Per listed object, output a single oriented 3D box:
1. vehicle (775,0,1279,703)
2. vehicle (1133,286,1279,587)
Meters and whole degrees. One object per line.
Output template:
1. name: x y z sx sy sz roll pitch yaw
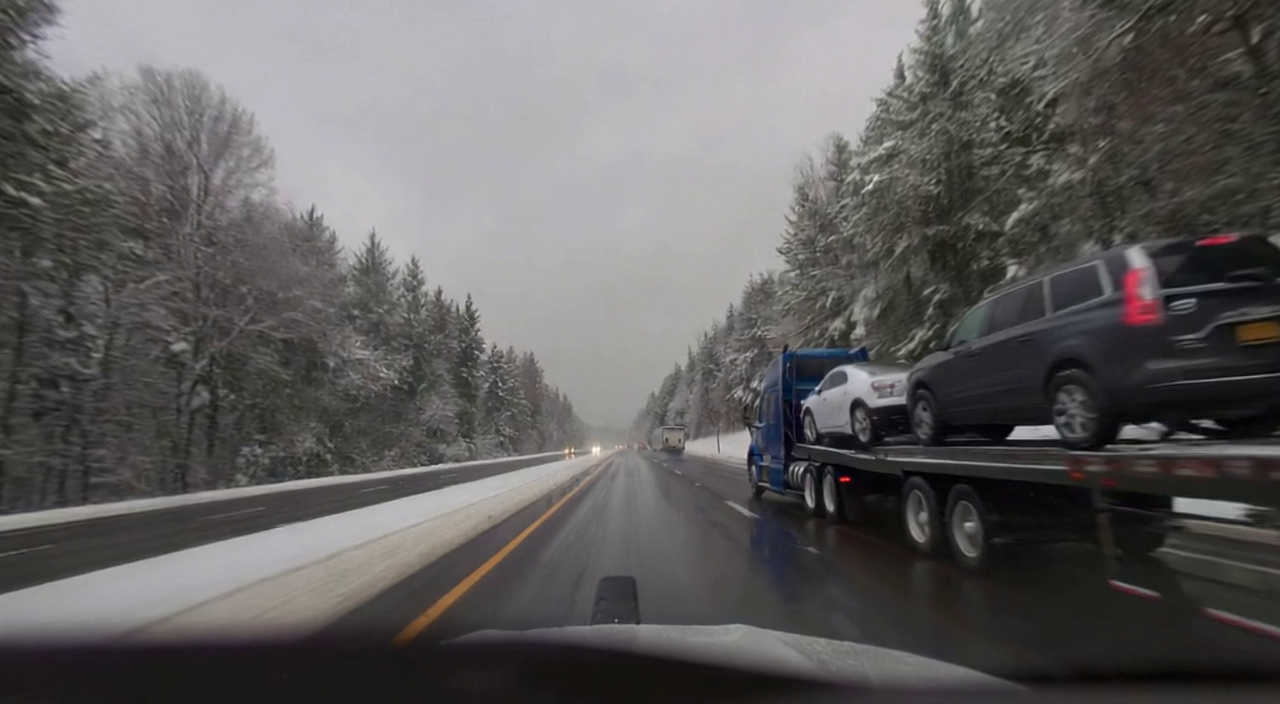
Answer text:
1. vehicle: 4.385 0.016 3.853 2.846 3.782 16.985 0 -8 -2
2. vehicle: 4.404 0.171 2.036 2.048 1.580 4.334 -4 -10 1
